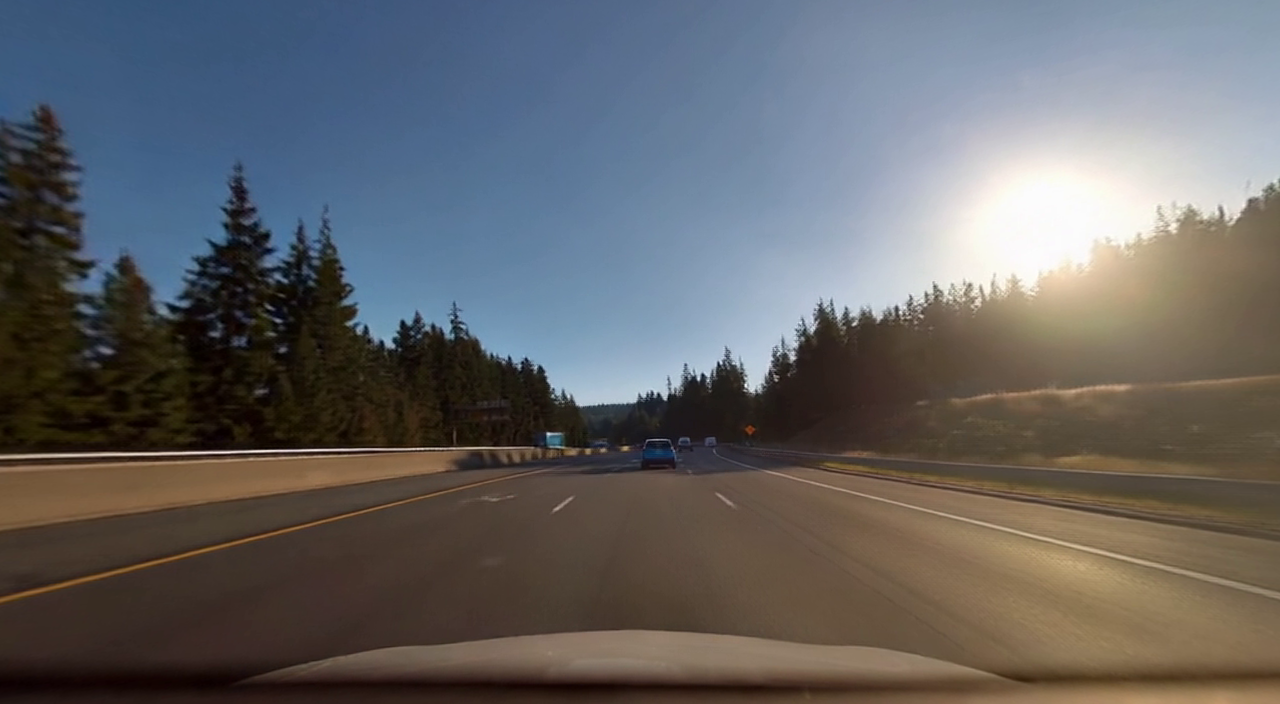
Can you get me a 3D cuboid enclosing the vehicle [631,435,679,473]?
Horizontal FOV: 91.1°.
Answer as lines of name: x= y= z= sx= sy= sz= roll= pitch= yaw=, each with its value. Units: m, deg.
vehicle: x=0.733 y=4.854 z=30.093 sx=2.133 sy=1.686 sz=4.203 roll=-1 pitch=-8 yaw=2
